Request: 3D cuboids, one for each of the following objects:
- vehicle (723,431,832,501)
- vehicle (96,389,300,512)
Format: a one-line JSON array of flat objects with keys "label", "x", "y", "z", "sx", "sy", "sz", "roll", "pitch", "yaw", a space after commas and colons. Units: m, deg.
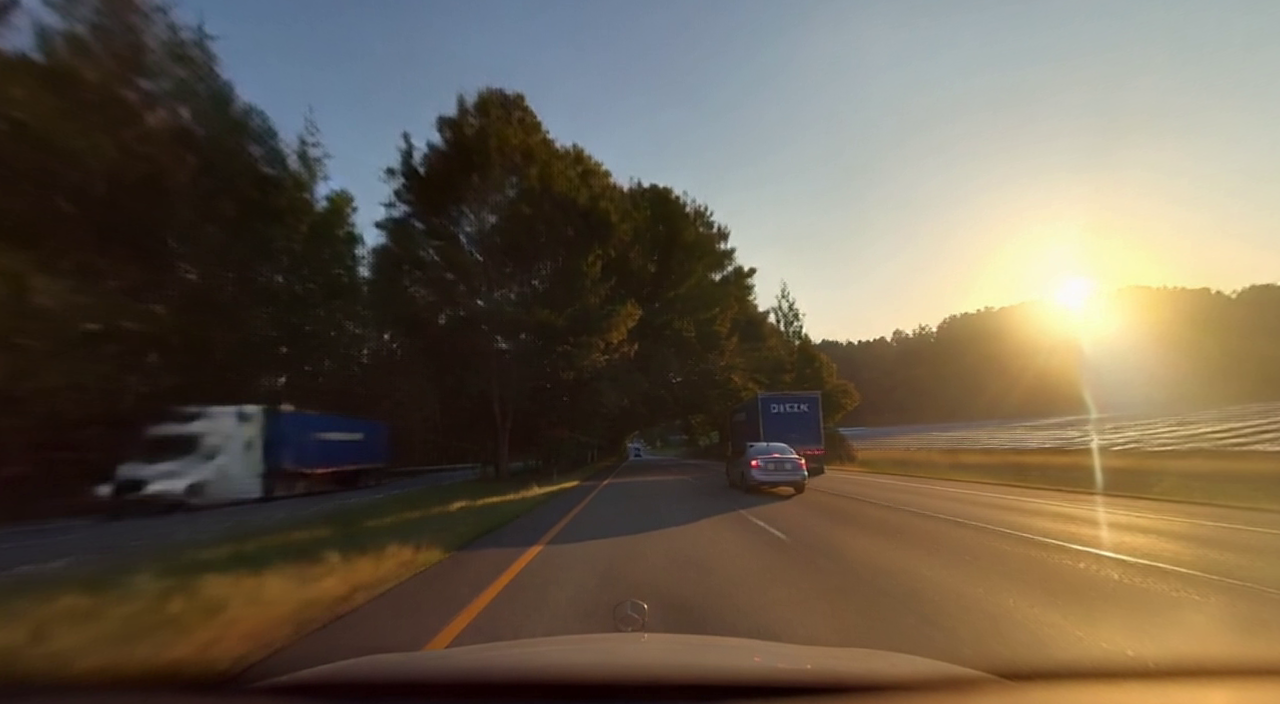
[{"label": "vehicle", "x": 3.805, "y": 3.249, "z": 18.283, "sx": 2.093, "sy": 1.742, "sz": 4.167, "roll": 0, "pitch": -9, "yaw": -1}, {"label": "vehicle", "x": -15.362, "y": 3.508, "z": 22.613, "sx": 2.895, "sy": 3.760, "sz": 5.847, "roll": 0, "pitch": -9, "yaw": 0}]
